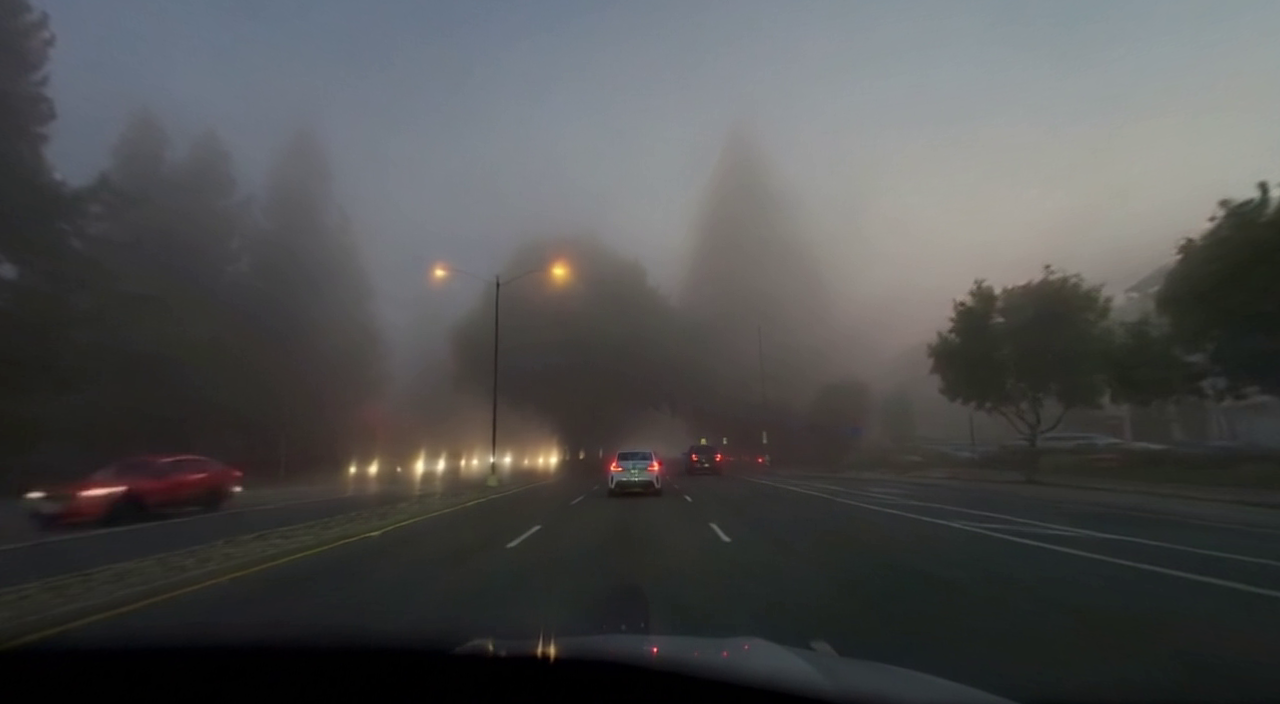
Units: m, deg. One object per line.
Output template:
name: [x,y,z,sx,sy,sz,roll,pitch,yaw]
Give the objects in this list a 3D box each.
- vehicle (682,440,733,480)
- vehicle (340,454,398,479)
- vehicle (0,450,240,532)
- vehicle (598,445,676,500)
vehicle: [3.327,5.387,31.779,2.073,1.822,4.276,0,-8,0]
vehicle: [-18.192,7.687,42.570,1.928,1.491,4.316,-1,-8,1]
vehicle: [-11.553,2.999,14.261,1.917,1.488,4.611,-1,-8,1]
vehicle: [-0.085,3.627,19.379,2.140,1.474,4.026,0,-8,0]
